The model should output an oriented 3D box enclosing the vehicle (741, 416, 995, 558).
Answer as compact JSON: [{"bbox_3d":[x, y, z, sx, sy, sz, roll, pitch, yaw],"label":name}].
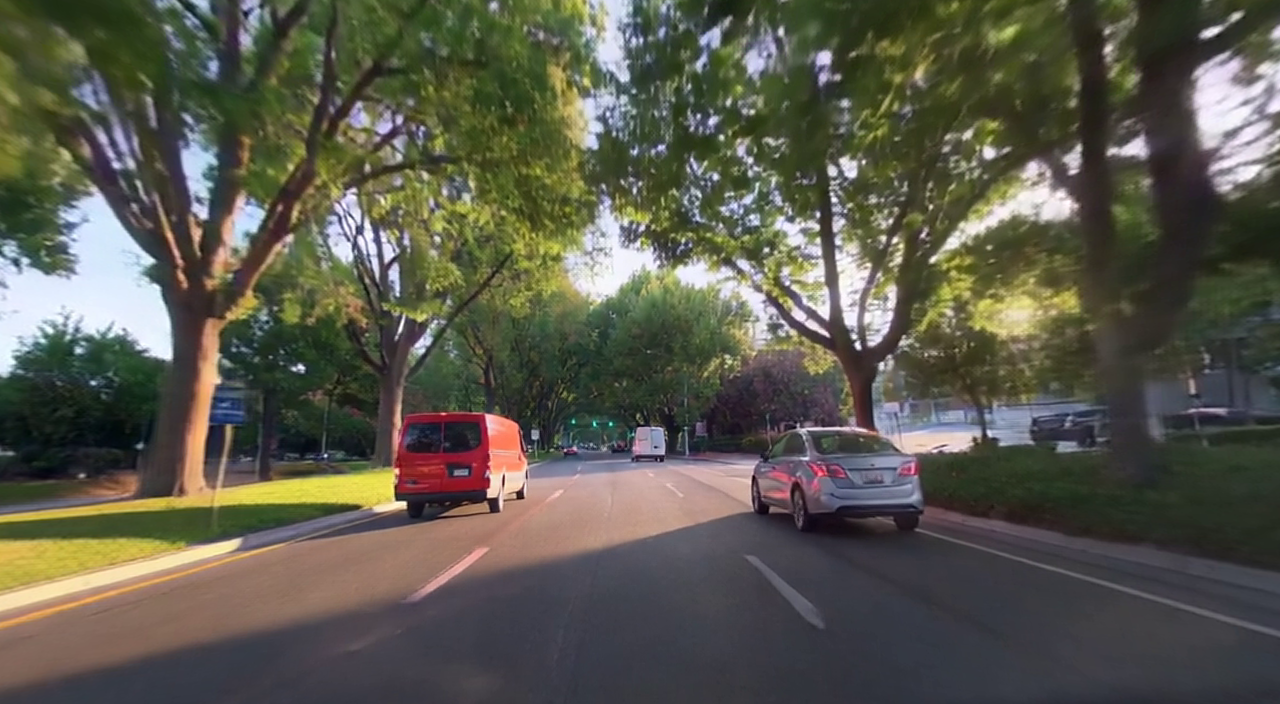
[{"bbox_3d":[3.081,1.938,9.832,2.087,1.658,4.612,0,-8,-2],"label":"vehicle"}]

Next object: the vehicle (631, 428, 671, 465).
[{"bbox_3d":[0.739,6.900,46.195,2.397,2.566,5.324,1,-9,-5],"label":"vehicle"}]

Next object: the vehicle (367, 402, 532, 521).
[{"bbox_3d":[-3.987,2.406,14.259,2.420,2.227,4.499,0,-8,-2],"label":"vehicle"}]

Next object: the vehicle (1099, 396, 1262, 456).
[{"bbox_3d":[29.768,4.140,34.895,7.267,3.074,2.768,2,-8,-13],"label":"vehicle"}]
